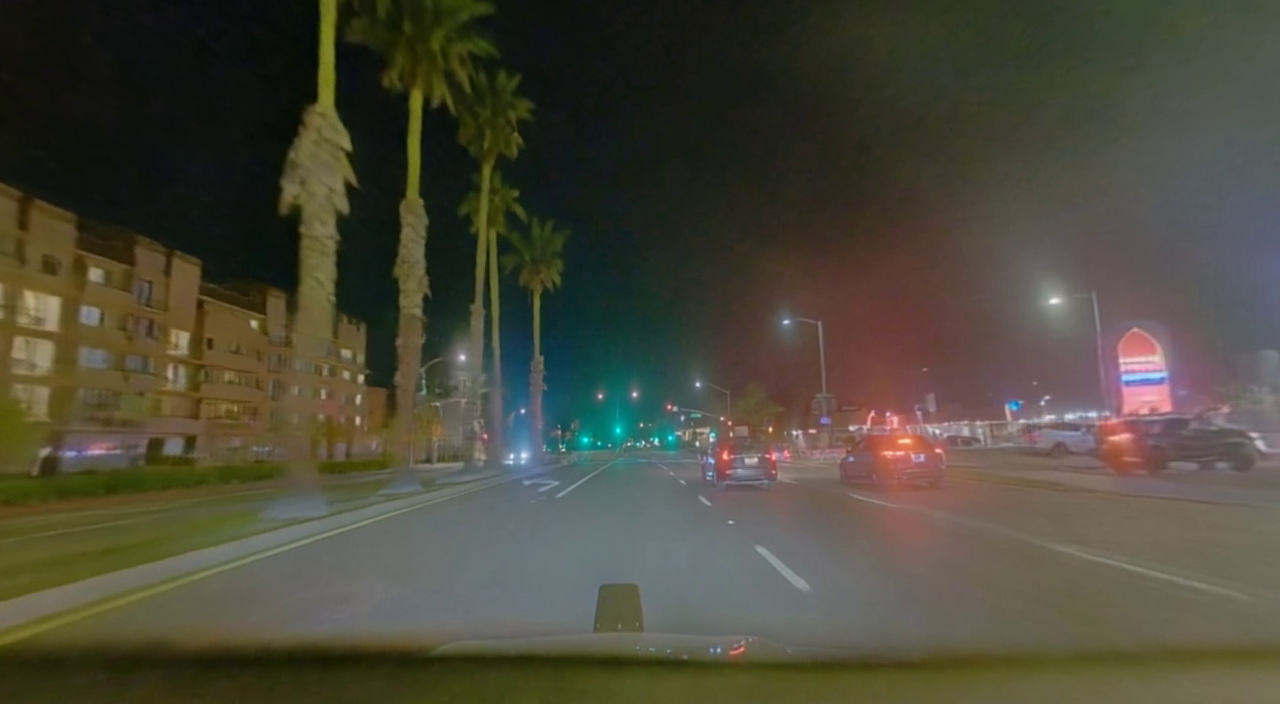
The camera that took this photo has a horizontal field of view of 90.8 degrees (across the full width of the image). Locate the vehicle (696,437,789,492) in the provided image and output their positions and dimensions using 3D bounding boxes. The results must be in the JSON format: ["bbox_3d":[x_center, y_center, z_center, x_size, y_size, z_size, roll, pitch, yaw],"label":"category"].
[{"bbox_3d":[2.937,3.332,19.048,1.964,1.448,4.295,0,-8,-1],"label":"vehicle"}]

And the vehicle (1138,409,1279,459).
[{"bbox_3d":[22.408,3.199,24.450,4.383,1.815,2.061,-1,-8,2],"label":"vehicle"}]
